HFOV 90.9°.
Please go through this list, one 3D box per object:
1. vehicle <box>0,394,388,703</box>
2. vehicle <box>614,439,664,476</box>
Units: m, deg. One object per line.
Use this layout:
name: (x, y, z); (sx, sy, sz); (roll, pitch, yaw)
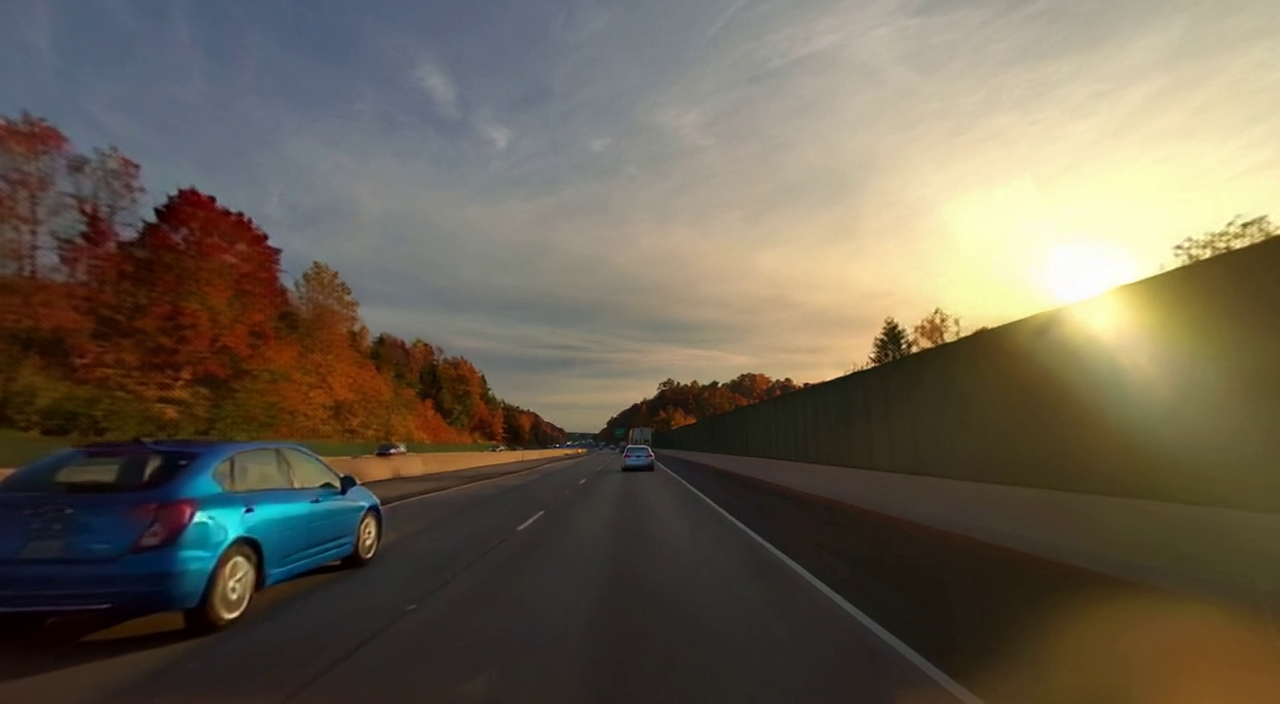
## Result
vehicle: (-3.864, 1.251, 4.948); (2.054, 1.536, 4.128); (0, -8, 0)
vehicle: (-0.099, 4.623, 27.888); (2.057, 1.516, 4.065); (0, -8, -1)
